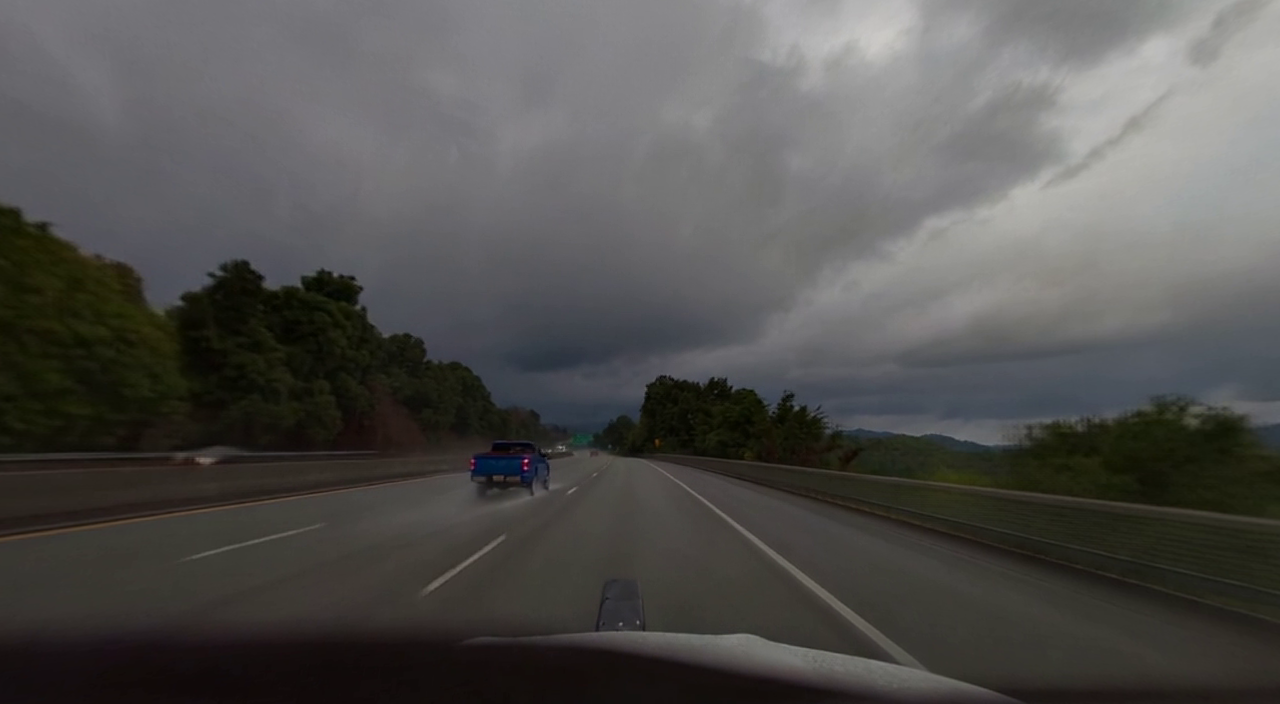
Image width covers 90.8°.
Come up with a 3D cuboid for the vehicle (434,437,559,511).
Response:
[{"bbox_3d":[-3.592,3.174,16.898,2.279,1.683,4.726,0,-9,-1],"label":"vehicle"}]
